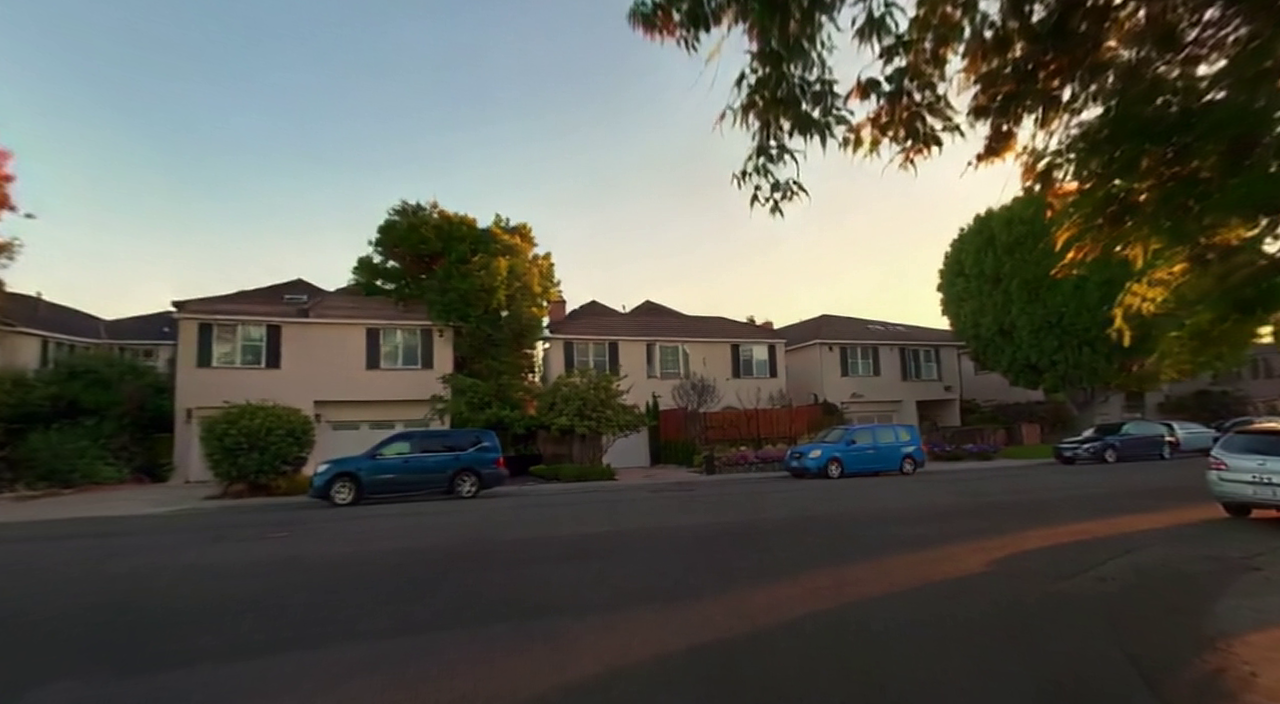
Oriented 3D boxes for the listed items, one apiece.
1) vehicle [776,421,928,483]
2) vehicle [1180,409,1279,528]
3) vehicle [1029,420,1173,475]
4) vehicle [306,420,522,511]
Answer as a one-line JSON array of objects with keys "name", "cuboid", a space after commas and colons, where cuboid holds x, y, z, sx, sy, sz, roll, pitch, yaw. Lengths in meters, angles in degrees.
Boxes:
[{"name": "vehicle", "cuboid": [5.691, 2.650, 16.991, 3.513, 1.507, 1.798, 3, -7, -20]}, {"name": "vehicle", "cuboid": [10.109, 1.579, 8.820, 4.226, 1.507, 2.008, 3, -8, -22]}, {"name": "vehicle", "cuboid": [14.599, 2.950, 19.958, 3.785, 1.488, 1.828, 1, -6, -22]}, {"name": "vehicle", "cuboid": [-4.505, 2.184, 12.604, 3.746, 1.518, 1.845, 5, -6, -27]}]
